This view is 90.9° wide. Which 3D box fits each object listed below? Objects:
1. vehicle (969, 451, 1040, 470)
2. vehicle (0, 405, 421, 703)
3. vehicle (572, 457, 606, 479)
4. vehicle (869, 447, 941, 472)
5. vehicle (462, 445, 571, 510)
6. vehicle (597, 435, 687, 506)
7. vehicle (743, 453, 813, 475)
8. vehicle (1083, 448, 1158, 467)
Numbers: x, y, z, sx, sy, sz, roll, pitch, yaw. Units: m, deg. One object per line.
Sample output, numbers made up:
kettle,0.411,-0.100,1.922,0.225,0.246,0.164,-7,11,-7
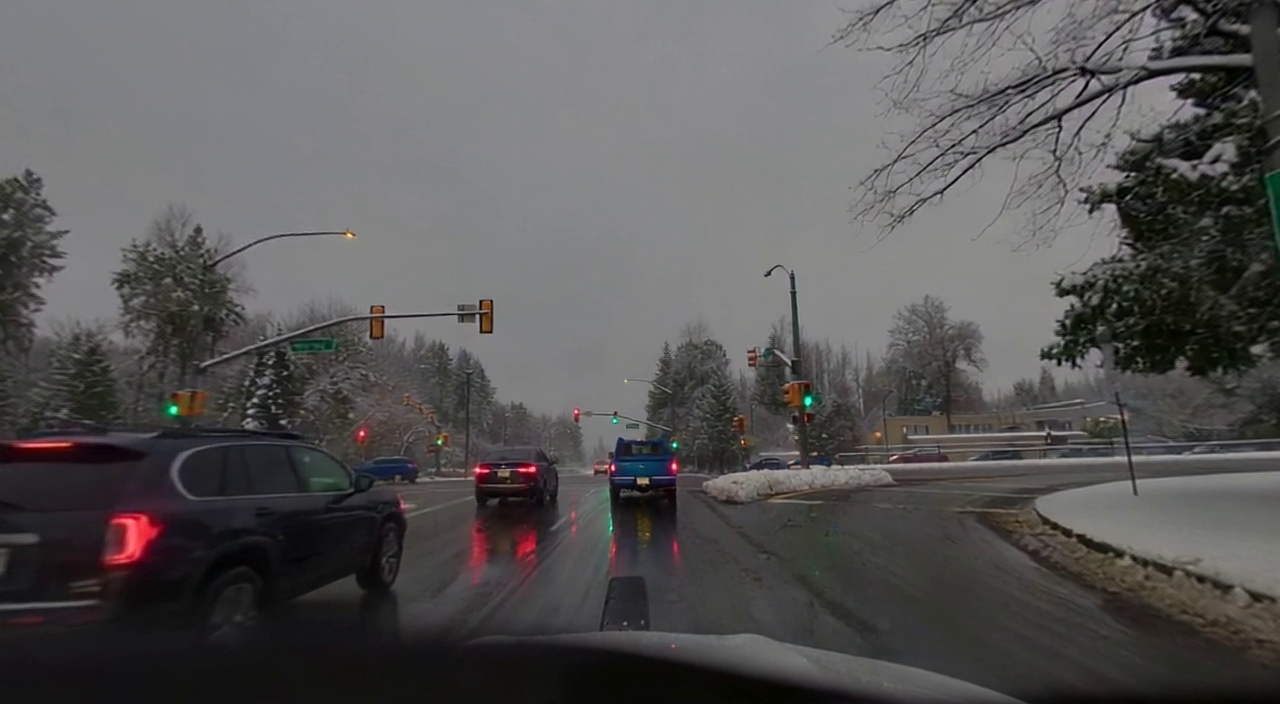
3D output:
vehicle,28.828,8.581,49.953,4.365,1.448,1.928,0,-9,0
vehicle,-3.165,1.252,4.459,1.960,1.528,3.490,0,-8,0
vehicle,-3.663,8.406,45.778,2.101,1.443,4.367,0,-8,0
vehicle,20.890,8.489,49.771,4.585,1.681,2.140,-3,-10,0
vehicle,-3.093,3.221,16.783,2.013,1.474,4.393,0,-8,0
vehicle,0.032,3.136,17.137,2.163,1.678,3.846,0,-8,0
vehicle,10.771,8.820,49.498,4.875,1.473,2.077,-2,-12,-2
vehicle,37.938,8.315,49.795,4.525,1.468,1.839,1,-9,-5
